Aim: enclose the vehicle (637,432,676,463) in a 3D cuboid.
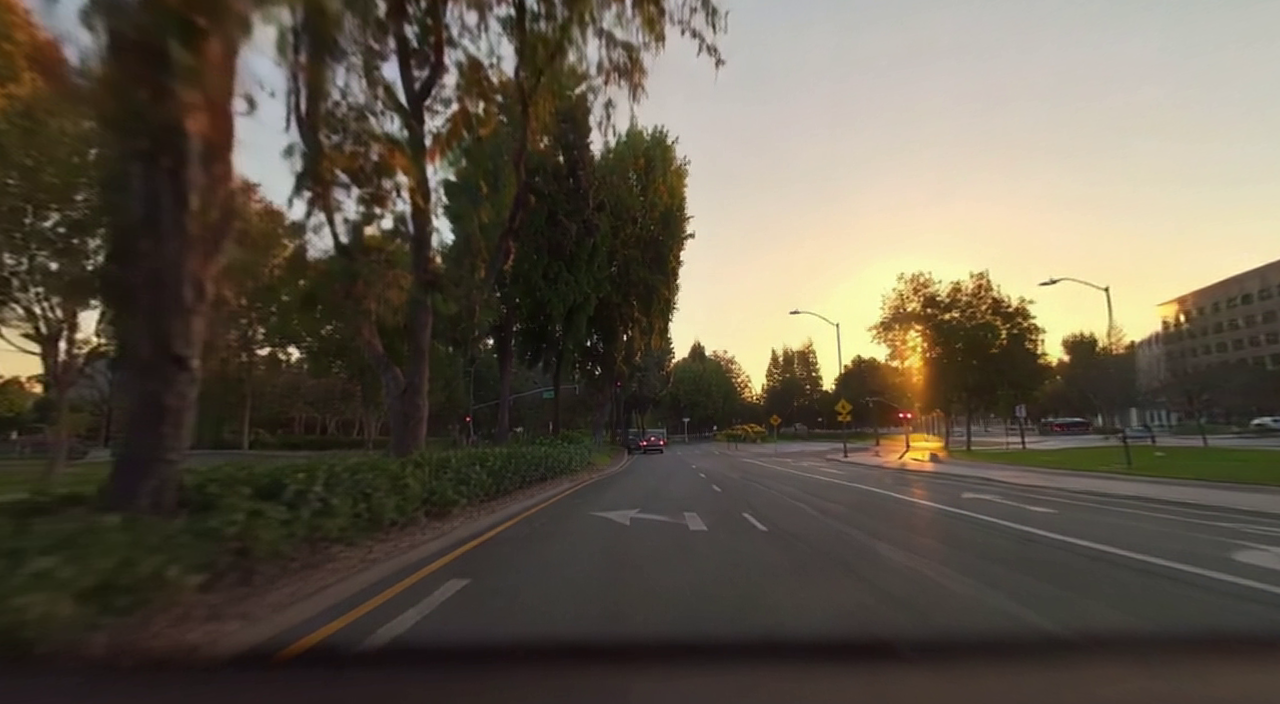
[{"bbox_3d":[1.040,5.897,38.932,2.298,1.770,4.138,0,-8,2],"label":"vehicle"}]
